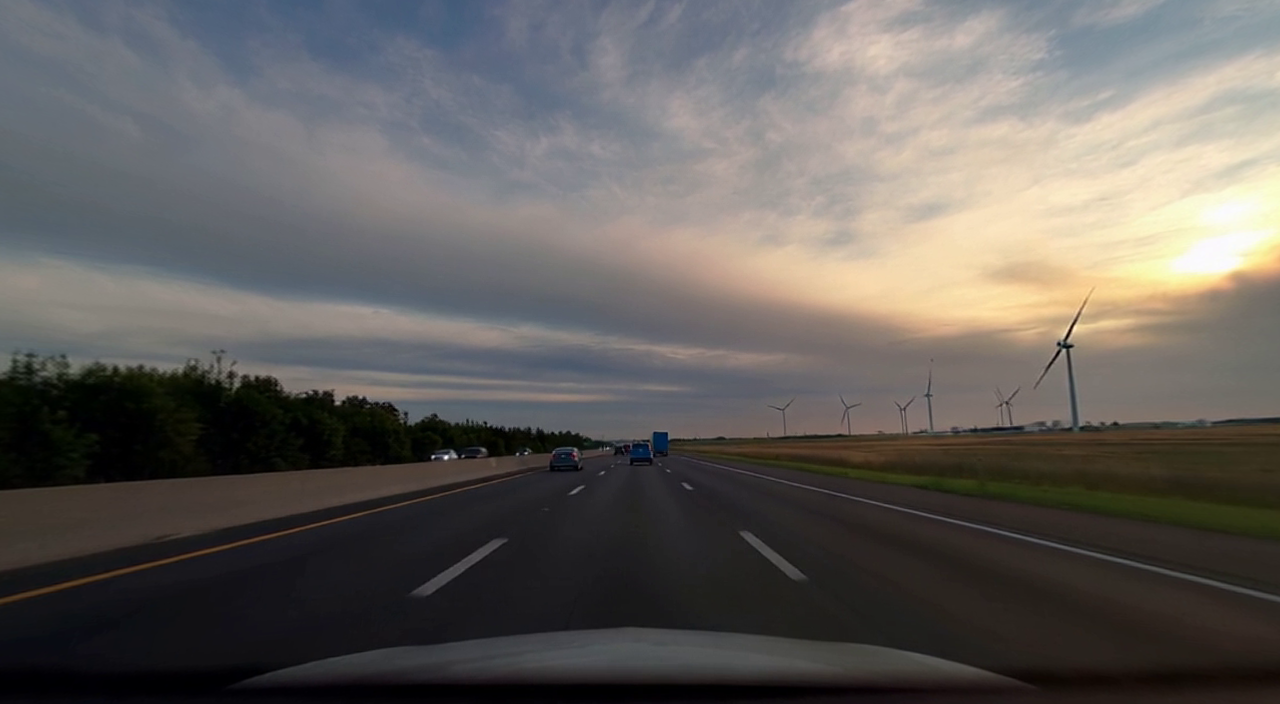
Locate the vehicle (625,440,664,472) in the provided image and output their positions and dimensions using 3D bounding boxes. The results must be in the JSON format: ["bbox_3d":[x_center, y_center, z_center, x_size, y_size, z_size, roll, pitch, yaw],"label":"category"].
[{"bbox_3d":[0.223,5.884,35.759,2.083,1.689,4.083,0,-9,0],"label":"vehicle"}]

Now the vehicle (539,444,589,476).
[{"bbox_3d":[-3.836,5.552,32.637,1.984,1.491,4.341,0,-9,1],"label":"vehicle"}]
